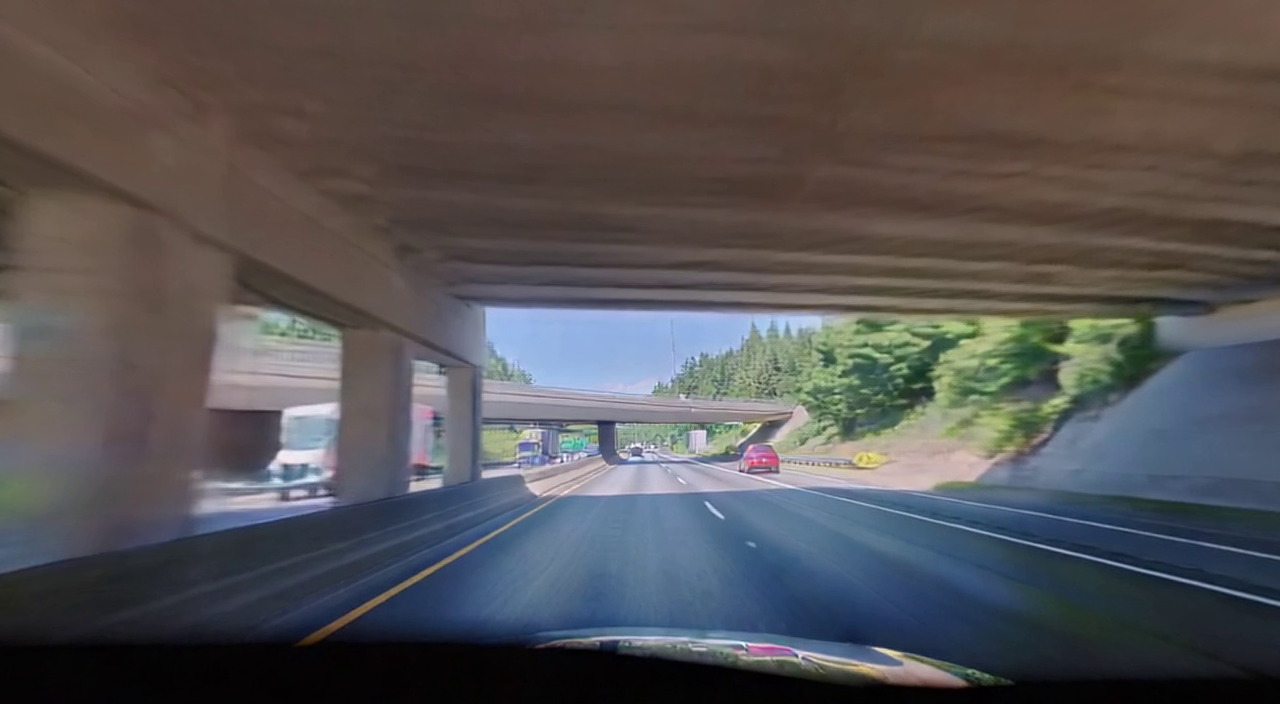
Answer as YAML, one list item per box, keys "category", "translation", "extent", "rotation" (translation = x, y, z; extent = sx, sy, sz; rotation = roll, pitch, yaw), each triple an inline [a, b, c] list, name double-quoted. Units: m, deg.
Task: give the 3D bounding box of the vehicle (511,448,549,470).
- category: "vehicle"
  translation: [-8.626, 8.427, 49.764]
  extent: [2.081, 1.569, 4.607]
  rotation: [0, -9, 1]

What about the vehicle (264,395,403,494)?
- category: "vehicle"
  translation: [-13.220, 4.101, 27.908]
  extent: [3.034, 3.893, 5.871]
  rotation: [0, -9, 0]

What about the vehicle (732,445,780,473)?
- category: "vehicle"
  translation: [6.517, 6.077, 35.817]
  extent: [1.987, 1.473, 4.244]
  rotation: [0, -9, 1]
